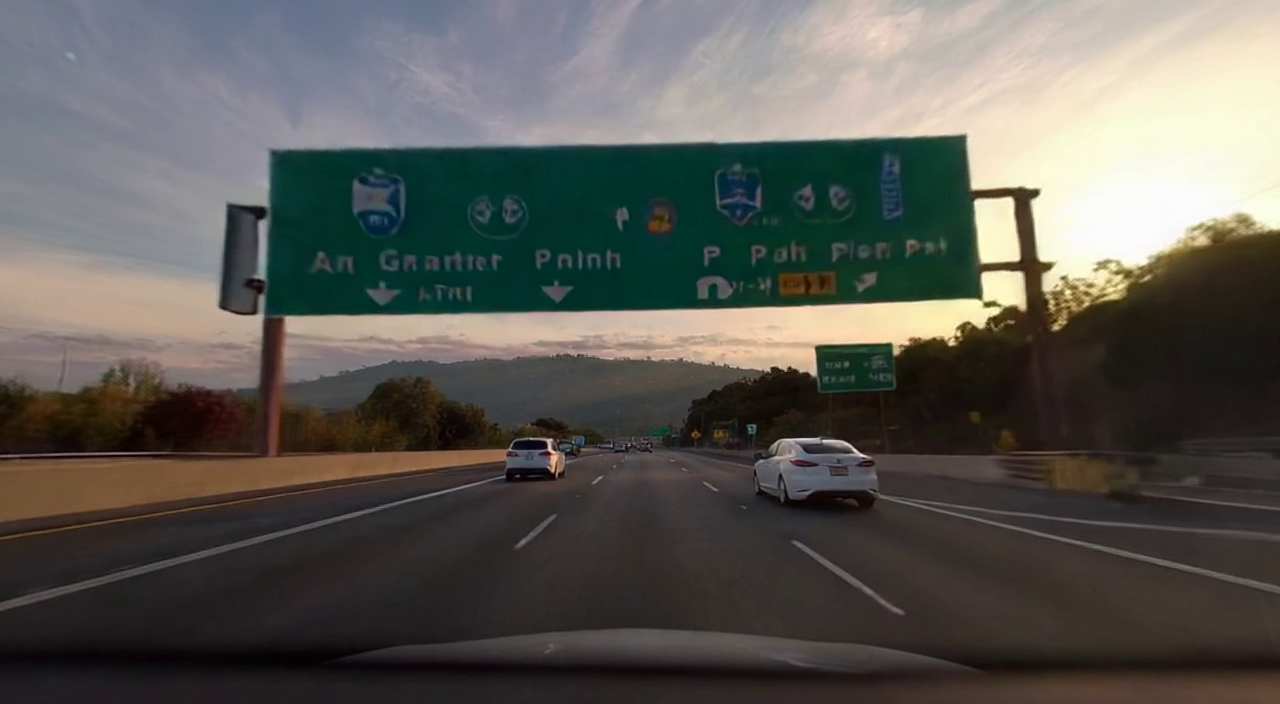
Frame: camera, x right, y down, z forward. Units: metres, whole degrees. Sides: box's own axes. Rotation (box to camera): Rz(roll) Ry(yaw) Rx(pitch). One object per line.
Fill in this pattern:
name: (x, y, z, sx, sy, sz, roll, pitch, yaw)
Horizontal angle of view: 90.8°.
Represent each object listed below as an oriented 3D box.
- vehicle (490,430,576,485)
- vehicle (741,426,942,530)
vehicle: (-3.689, 3.738, 22.650, 2.193, 1.746, 4.512, 0, -8, 1)
vehicle: (3.450, 2.276, 12.083, 2.107, 1.550, 4.949, 0, -8, -1)
